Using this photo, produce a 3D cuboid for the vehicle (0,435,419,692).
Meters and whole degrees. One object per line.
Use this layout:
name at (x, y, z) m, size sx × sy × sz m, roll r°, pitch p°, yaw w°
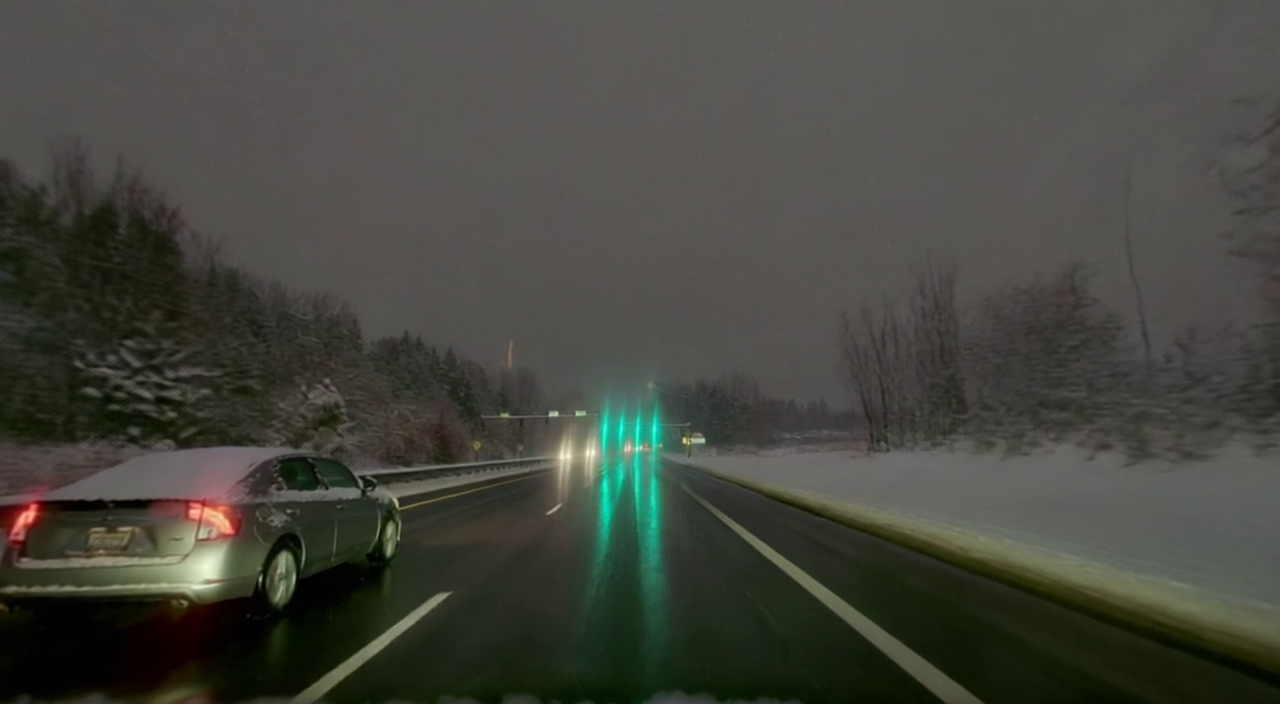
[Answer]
vehicle at (-3.747, 1.520, 5.736) m, size 1.946 × 1.437 × 4.154 m, roll 0°, pitch -8°, yaw 1°
